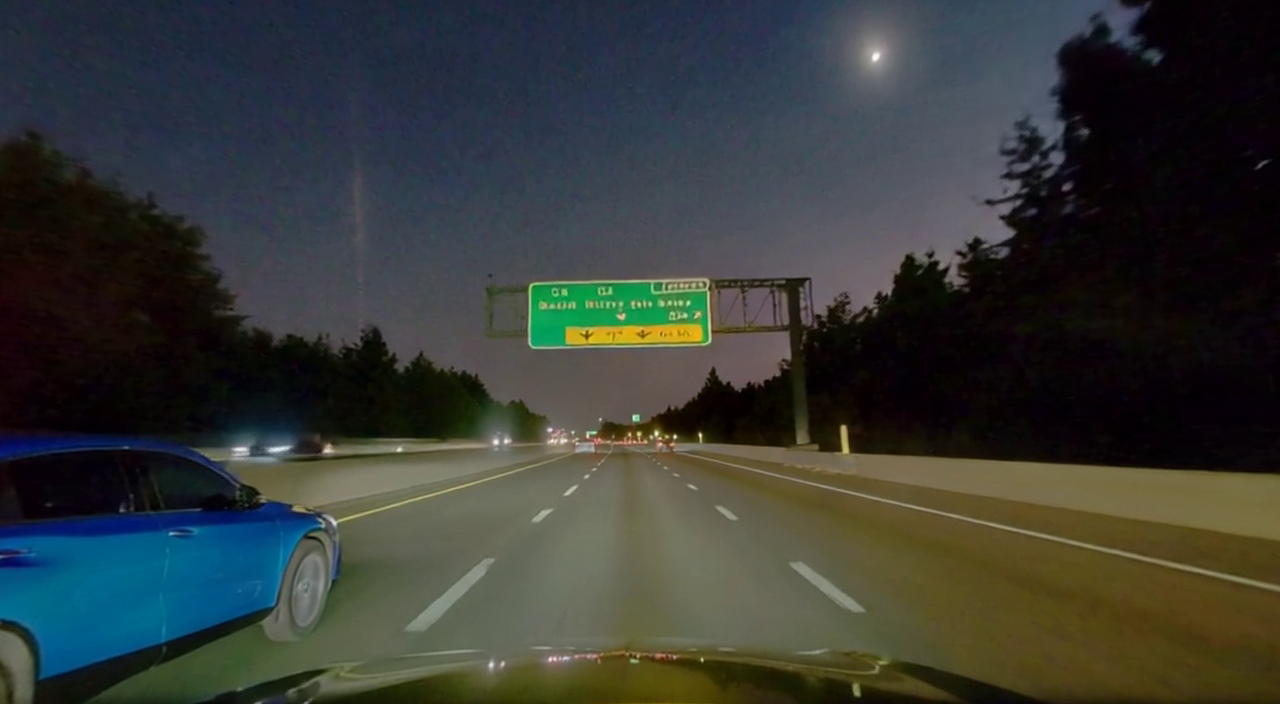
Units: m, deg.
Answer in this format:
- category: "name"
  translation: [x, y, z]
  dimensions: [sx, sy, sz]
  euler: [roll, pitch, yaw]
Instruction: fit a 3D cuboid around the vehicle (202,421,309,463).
- category: "vehicle"
  translation: [-16.320, 3.859, 27.016]
  dimensions: [1.942, 1.633, 4.364]
  euler: [0, -8, -2]
